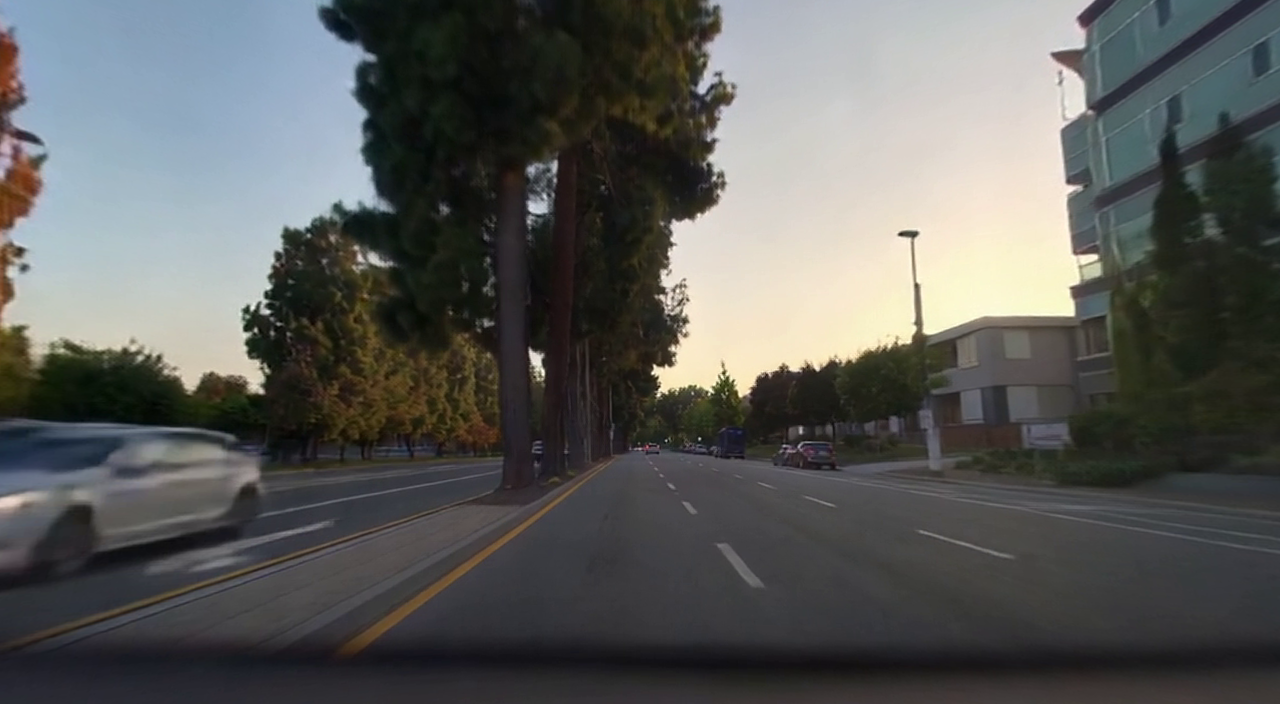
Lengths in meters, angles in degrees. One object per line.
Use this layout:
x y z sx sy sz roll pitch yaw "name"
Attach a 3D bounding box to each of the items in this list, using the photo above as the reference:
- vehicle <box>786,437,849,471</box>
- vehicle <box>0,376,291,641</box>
10.110 5.841 36.388 2.043 1.761 5.022 0 -8 -1 "vehicle"
-5.434 1.278 5.702 2.098 1.789 4.338 0 -8 -1 "vehicle"
